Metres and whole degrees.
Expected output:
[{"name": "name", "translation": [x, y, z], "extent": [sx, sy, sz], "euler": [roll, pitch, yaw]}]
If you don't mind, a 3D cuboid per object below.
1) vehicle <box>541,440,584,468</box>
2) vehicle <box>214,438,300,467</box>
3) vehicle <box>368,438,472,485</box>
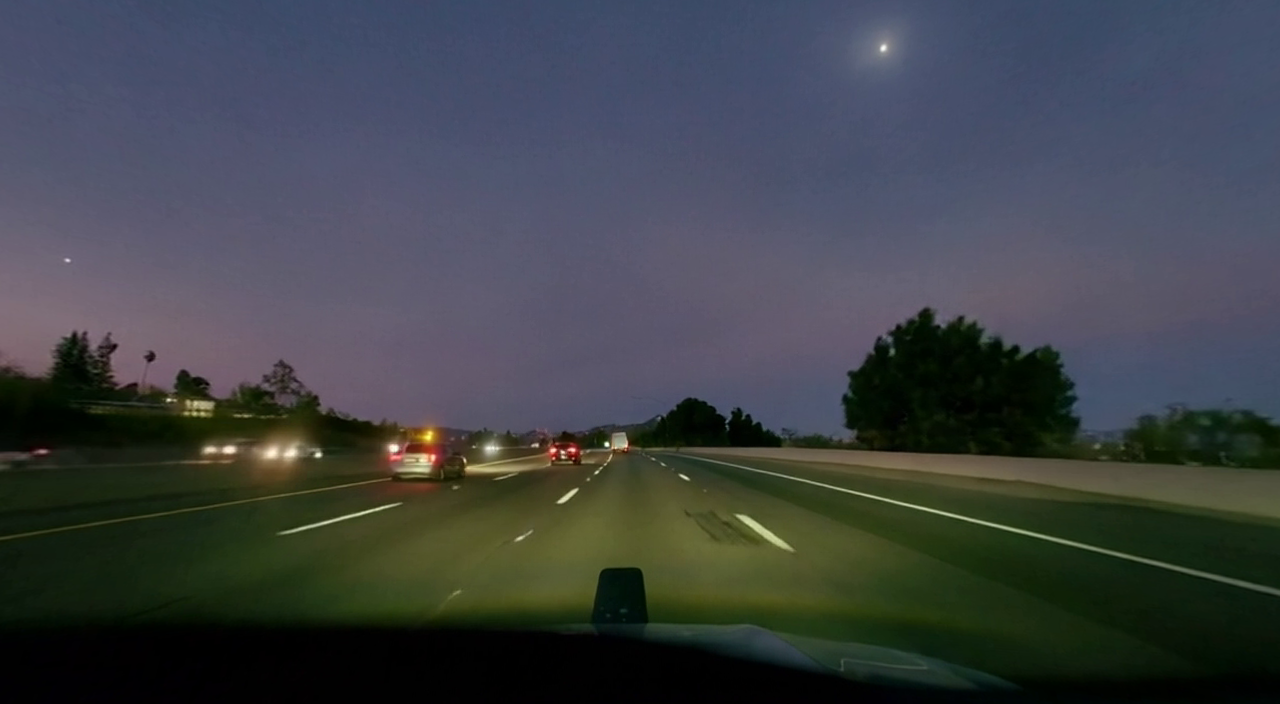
[{"name": "vehicle", "translation": [-4.246, 5.689, 35.323], "extent": [1.936, 1.465, 4.060], "euler": [0, -8, -1]}, {"name": "vehicle", "translation": [-21.681, 5.677, 35.955], "extent": [2.052, 1.522, 4.609], "euler": [0, -8, -1]}, {"name": "vehicle", "translation": [-7.626, 3.829, 22.434], "extent": [2.038, 1.463, 4.656], "euler": [0, -8, 0]}]
